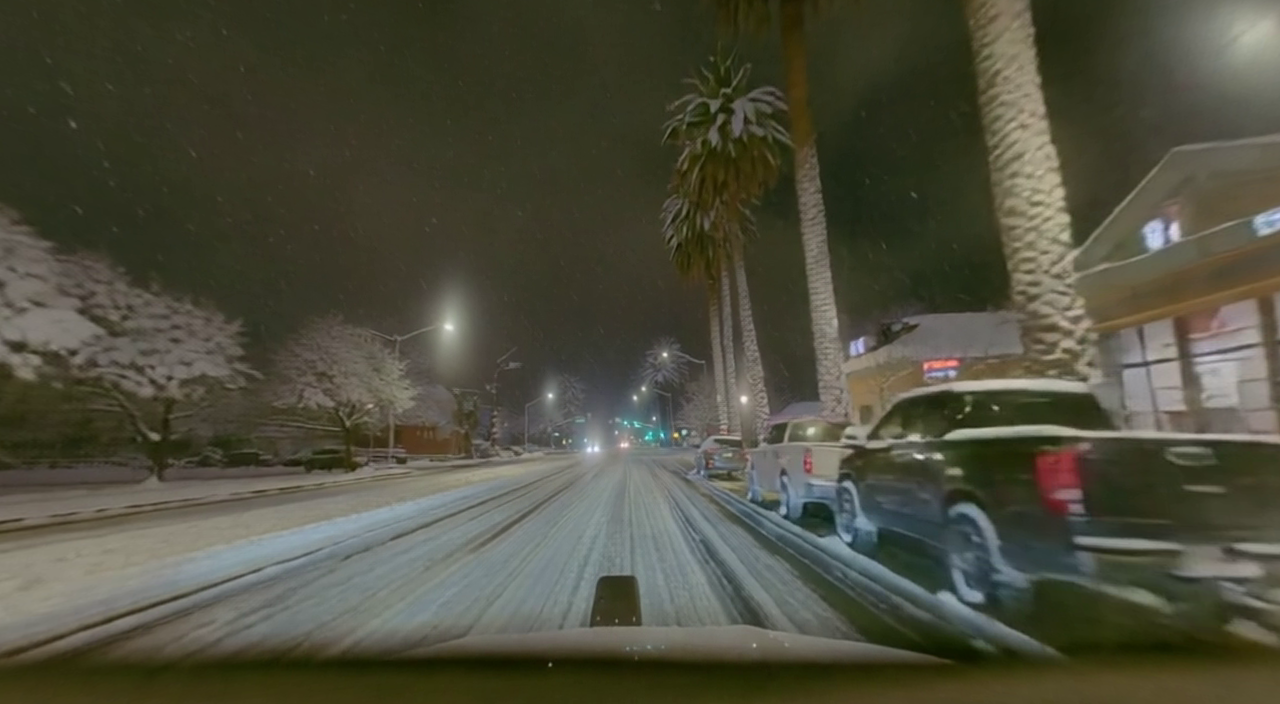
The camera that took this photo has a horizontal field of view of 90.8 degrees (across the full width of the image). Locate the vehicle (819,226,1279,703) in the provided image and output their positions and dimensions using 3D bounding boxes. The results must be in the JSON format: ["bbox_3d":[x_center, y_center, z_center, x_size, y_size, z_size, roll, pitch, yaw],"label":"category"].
[{"bbox_3d":[3.664,0.998,6.026,2.221,2.552,5.594,0,-9,0],"label":"vehicle"}]

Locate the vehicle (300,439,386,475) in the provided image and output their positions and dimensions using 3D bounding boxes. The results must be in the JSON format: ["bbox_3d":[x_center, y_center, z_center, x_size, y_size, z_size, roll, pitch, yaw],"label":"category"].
[{"bbox_3d":[-19.436,6.822,41.247,6.167,2.125,2.526,-7,-10,38],"label":"vehicle"}]

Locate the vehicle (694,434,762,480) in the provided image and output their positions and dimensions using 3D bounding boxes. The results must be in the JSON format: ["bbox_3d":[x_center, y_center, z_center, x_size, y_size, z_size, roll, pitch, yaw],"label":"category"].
[{"bbox_3d":[3.627,4.424,26.835,2.138,1.743,4.363,0,-8,-1],"label":"vehicle"}]
